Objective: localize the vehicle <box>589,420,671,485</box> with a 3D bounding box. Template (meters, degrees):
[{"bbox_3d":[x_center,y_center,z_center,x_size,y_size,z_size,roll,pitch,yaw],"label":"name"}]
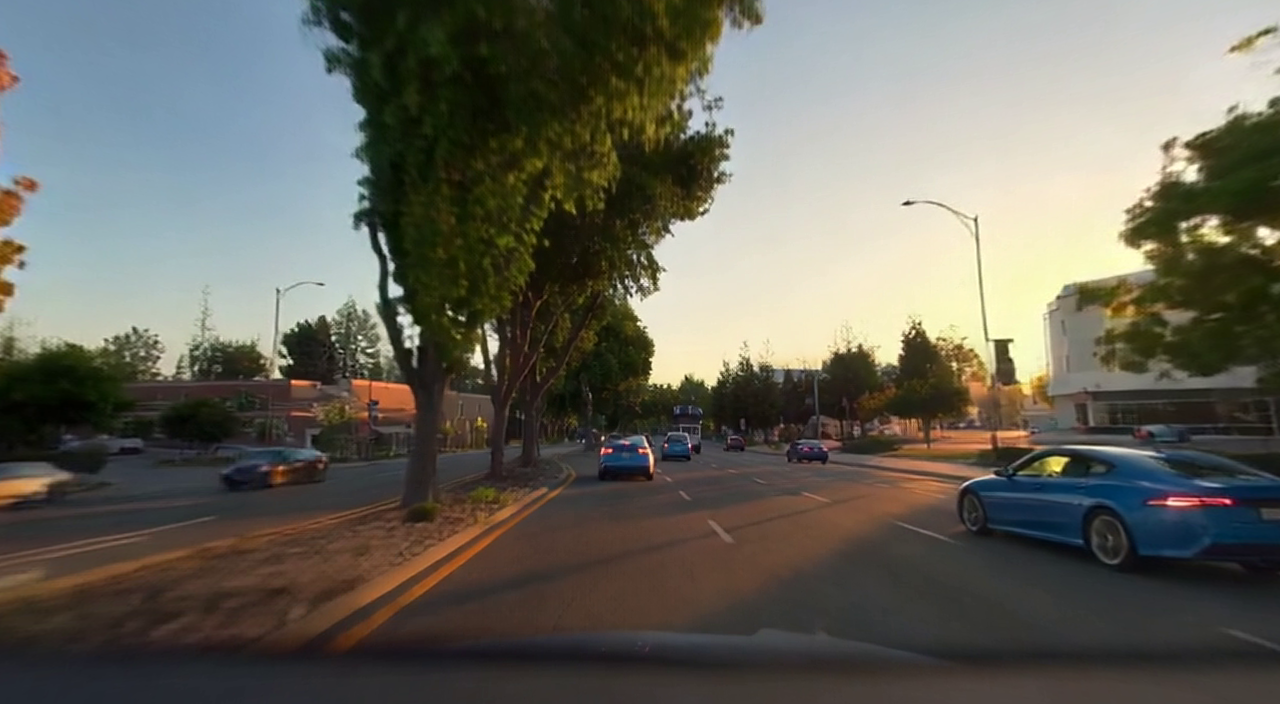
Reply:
[{"bbox_3d":[-0.334,3.089,19.540,2.266,1.762,4.131,0,-9,-1],"label":"vehicle"}]

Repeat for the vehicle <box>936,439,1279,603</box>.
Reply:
[{"bbox_3d":[5.663,1.687,7.302,2.258,1.294,4.312,0,-9,-2],"label":"vehicle"}]

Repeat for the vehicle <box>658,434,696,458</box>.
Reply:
[{"bbox_3d":[2.346,6.143,41.349,2.078,1.471,4.142,0,-9,-2],"label":"vehicle"}]

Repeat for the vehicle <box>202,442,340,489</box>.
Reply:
[{"bbox_3d":[-13.275,4.096,23.178,2.217,1.519,4.724,0,-9,0],"label":"vehicle"}]

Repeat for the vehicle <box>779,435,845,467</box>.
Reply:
[{"bbox_3d":[8.727,5.056,32.416,2.045,1.484,4.342,0,-9,-2],"label":"vehicle"}]
